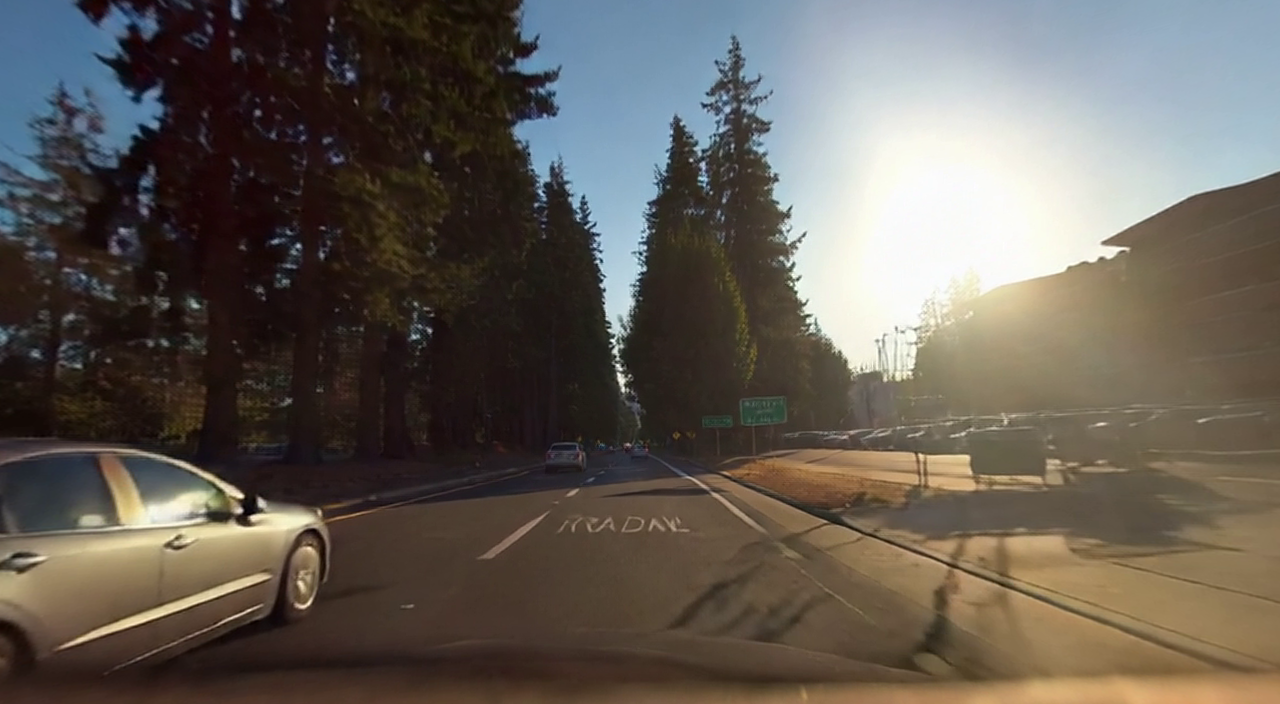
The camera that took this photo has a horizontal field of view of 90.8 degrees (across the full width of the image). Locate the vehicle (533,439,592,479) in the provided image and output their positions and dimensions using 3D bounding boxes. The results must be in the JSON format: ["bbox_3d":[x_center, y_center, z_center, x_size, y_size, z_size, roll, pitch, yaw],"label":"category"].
[{"bbox_3d":[-3.267,4.612,27.420,1.942,1.588,4.172,0,-9,1],"label":"vehicle"}]

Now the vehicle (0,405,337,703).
[{"bbox_3d":[-3.433,1.025,2.934,1.862,1.478,4.369,0,-8,0],"label":"vehicle"}]
